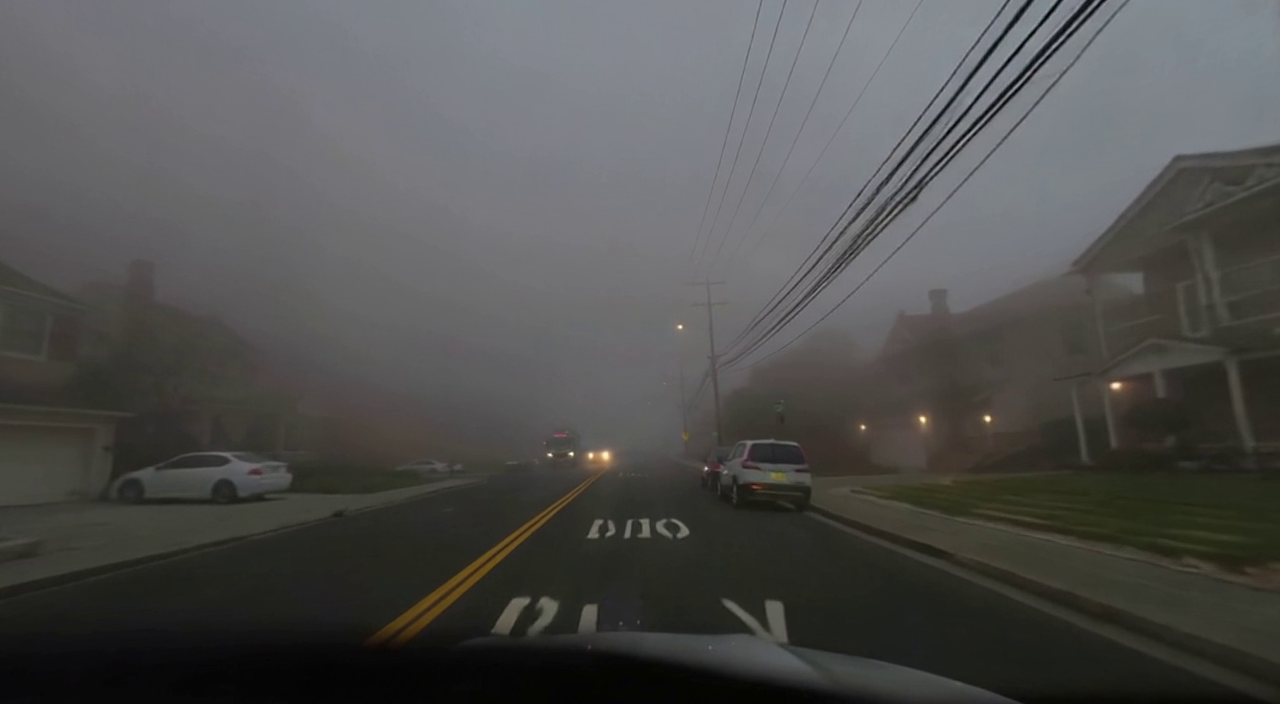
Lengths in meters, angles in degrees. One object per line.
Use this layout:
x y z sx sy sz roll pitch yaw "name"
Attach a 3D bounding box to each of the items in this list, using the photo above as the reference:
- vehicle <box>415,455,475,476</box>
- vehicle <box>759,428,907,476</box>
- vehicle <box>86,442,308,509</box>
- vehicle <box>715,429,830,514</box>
-15.293 8.929 49.772 4.204 1.626 1.874 1 -9 -5 "vehicle"
7.729 4.065 25.743 5.288 1.871 2.148 0 -8 1 "vehicle"
-11.819 3.292 17.116 4.480 1.665 1.930 0 -9 -1 "vehicle"
3.065 2.857 15.510 1.945 1.792 3.903 0 -9 0 "vehicle"
